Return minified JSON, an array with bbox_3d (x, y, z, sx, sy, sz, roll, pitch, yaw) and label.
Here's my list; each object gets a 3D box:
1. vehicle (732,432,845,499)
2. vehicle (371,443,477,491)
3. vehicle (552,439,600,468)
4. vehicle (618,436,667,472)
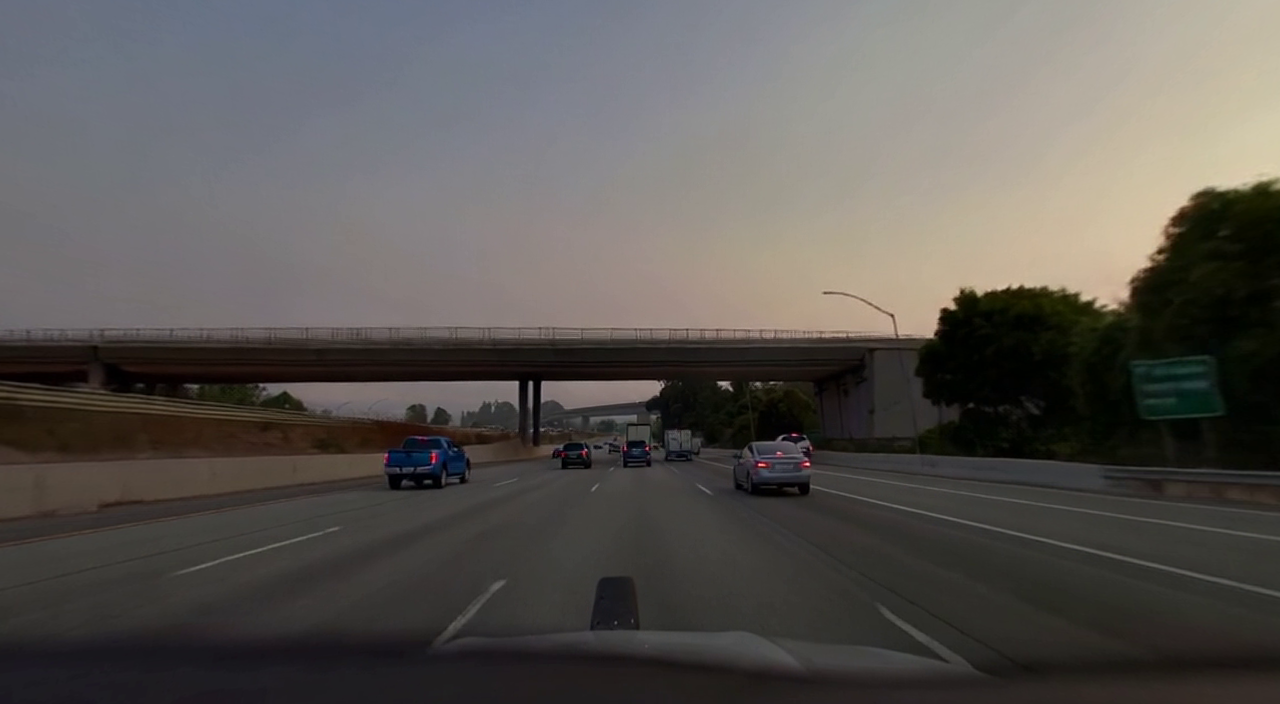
[{"bbox_3d":[3.984,3.127,17.748,2.119,1.653,4.000,0,-9,-1],"label":"vehicle"},{"bbox_3d":[-7.188,3.841,21.588,1.947,1.444,4.595,0,-9,1],"label":"vehicle"},{"bbox_3d":[-4.011,6.500,40.654,2.535,1.715,5.030,0,-9,0],"label":"vehicle"},{"bbox_3d":[0.125,5.774,35.985,2.572,1.837,5.693,0,-9,0],"label":"vehicle"}]
